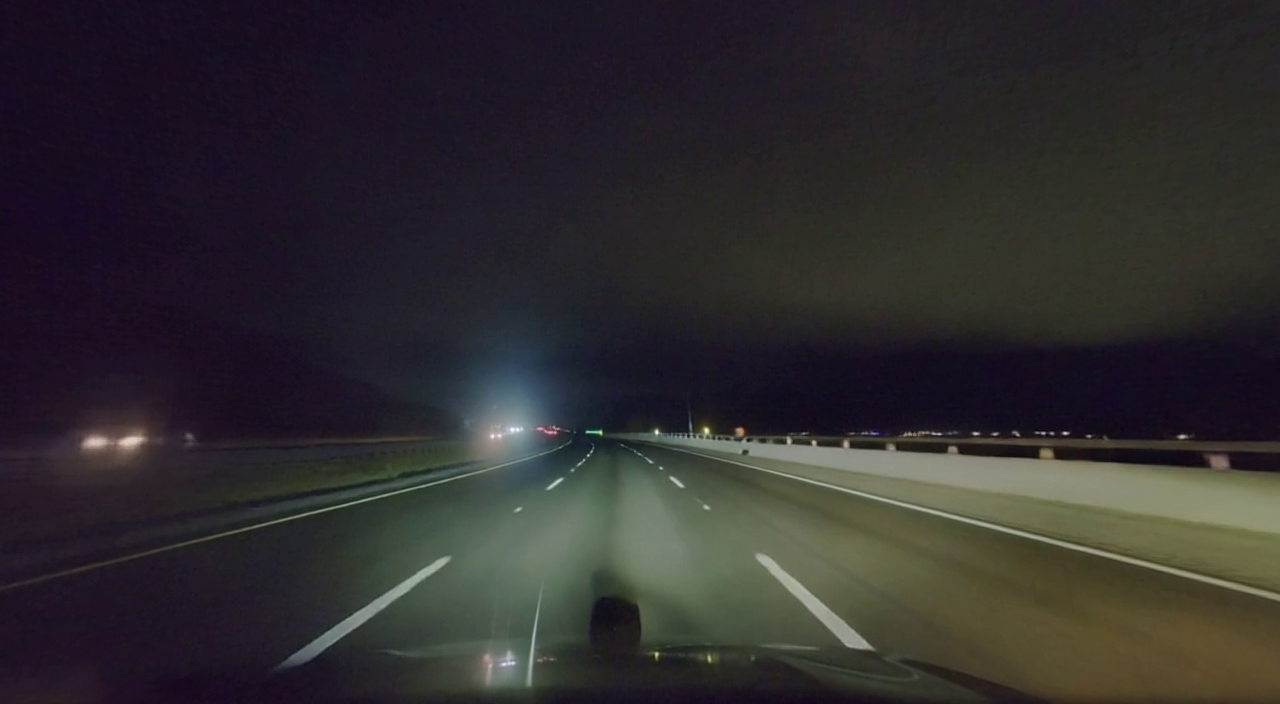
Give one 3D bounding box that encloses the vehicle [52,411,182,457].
[{"bbox_3d":[-25.850,4.110,31.474,2.111,2.065,5.236,0,-8,-3],"label":"vehicle"}]
